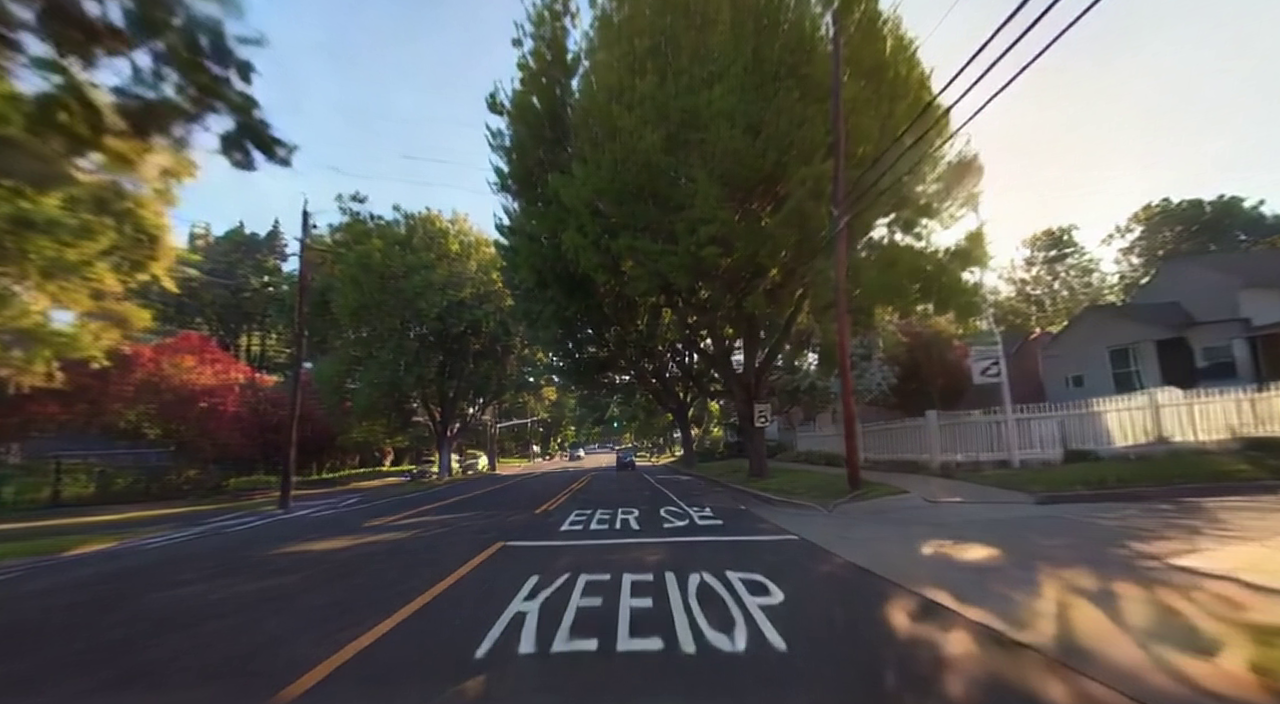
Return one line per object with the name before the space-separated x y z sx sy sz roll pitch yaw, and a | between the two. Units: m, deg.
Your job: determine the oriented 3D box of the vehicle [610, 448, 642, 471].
vehicle | -1.017 7.500 44.230 2.104 1.500 3.815 0 -9 -2
